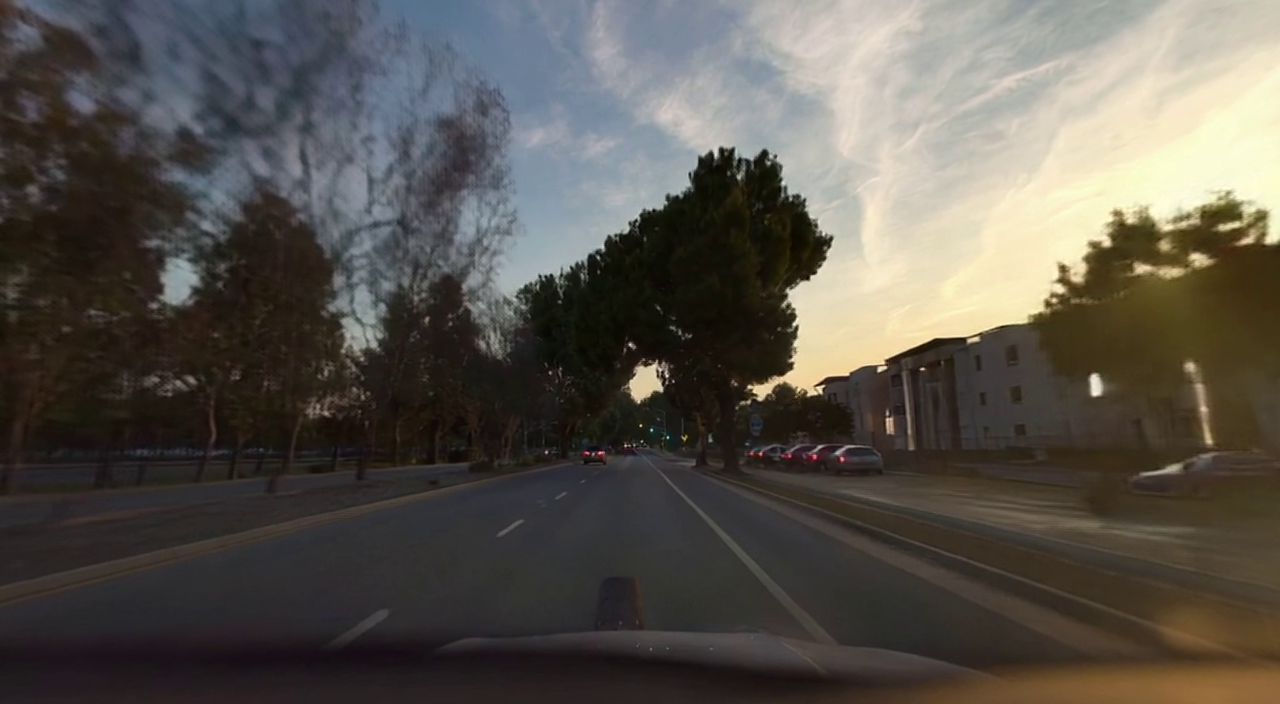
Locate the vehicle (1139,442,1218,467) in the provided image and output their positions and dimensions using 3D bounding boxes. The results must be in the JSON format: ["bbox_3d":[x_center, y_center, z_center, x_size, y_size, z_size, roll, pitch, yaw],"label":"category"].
[{"bbox_3d":[36.339,6.931,42.739,1.767,1.614,3.791,1,-9,-6],"label":"vehicle"}]

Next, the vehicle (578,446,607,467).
[{"bbox_3d":[-3.647,8.101,49.261,2.030,1.550,3.925,0,-9,0],"label":"vehicle"}]

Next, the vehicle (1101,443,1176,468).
[{"bbox_3d":[33.703,6.981,42.857,1.852,1.604,3.693,1,-9,-5],"label":"vehicle"}]

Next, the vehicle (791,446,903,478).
[{"bbox_3d":[9.597,5.109,29.513,4.466,1.440,2.091,1,-9,-5],"label":"vehicle"}]
